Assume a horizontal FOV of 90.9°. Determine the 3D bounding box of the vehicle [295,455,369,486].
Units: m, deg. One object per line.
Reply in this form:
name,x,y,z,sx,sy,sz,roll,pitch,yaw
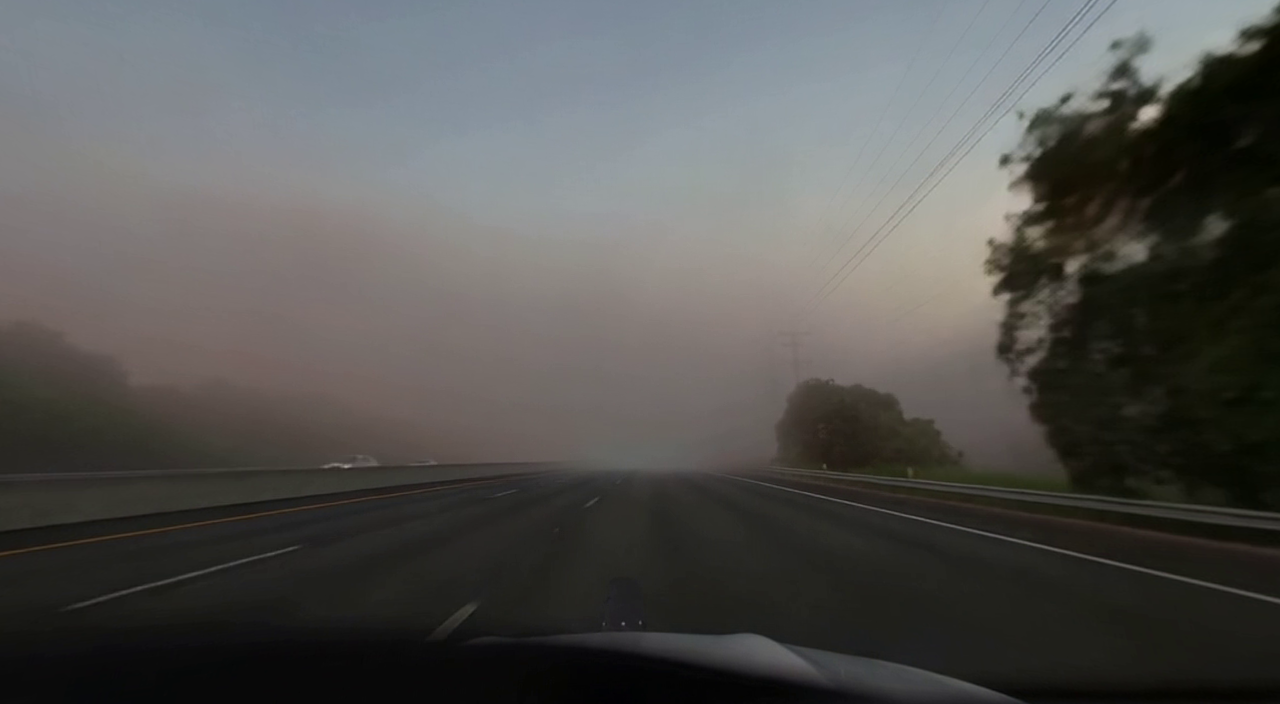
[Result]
vehicle,-18.070,6.927,37.213,1.879,1.641,4.747,0,-9,1
